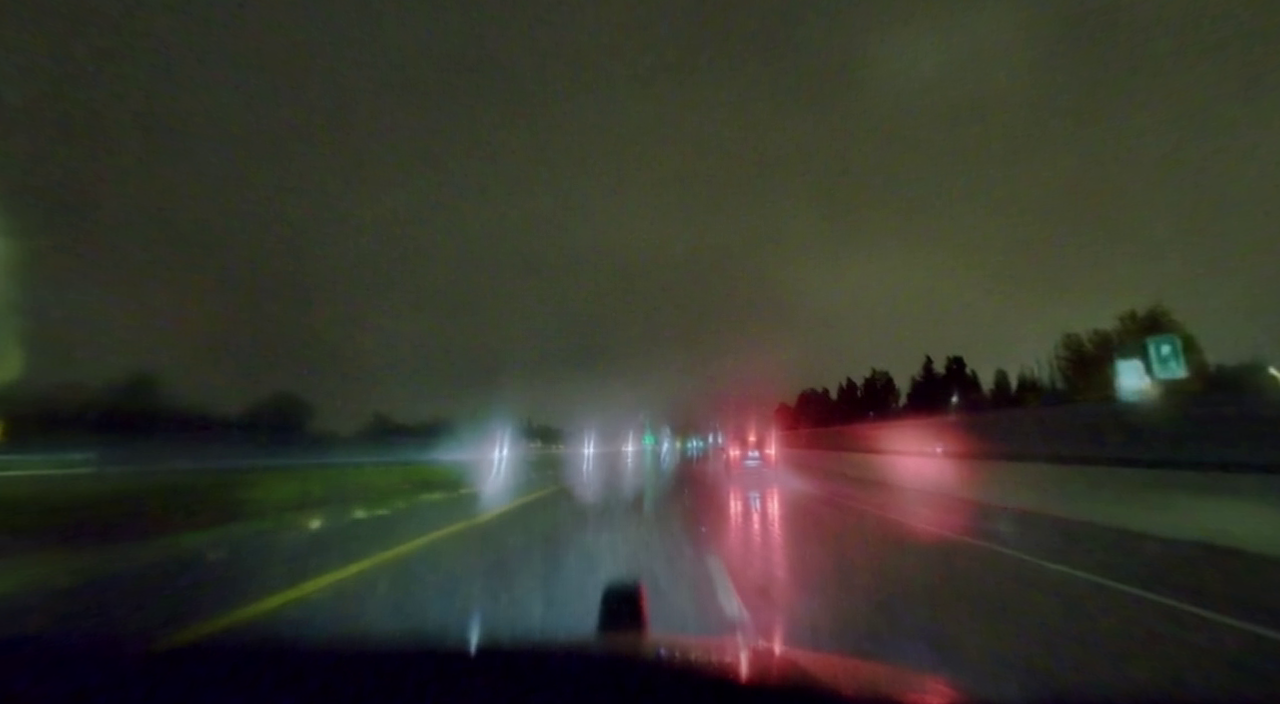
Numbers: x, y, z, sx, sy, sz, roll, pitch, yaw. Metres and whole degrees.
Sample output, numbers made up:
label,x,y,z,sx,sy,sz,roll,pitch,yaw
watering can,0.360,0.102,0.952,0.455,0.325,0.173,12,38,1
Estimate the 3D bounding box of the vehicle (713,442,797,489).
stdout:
label,x,y,z,sx,sy,sz,roll,pitch,yaw
vehicle,3.766,3.775,21.315,2.124,1.405,4.398,0,-8,2
